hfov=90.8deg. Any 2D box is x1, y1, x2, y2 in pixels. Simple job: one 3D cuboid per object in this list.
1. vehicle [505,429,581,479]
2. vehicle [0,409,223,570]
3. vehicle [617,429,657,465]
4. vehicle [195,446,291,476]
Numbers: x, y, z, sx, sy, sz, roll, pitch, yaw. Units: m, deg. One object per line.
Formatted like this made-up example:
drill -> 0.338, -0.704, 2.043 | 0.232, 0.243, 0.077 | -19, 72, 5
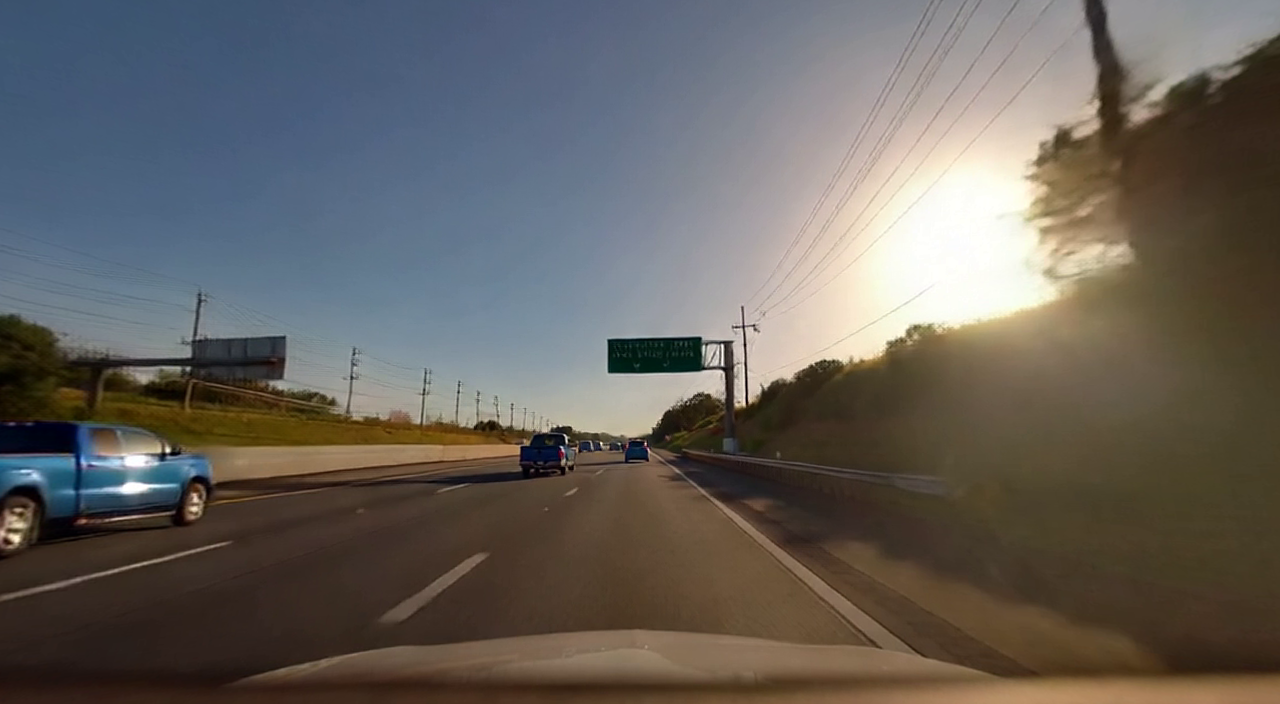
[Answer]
vehicle -> -3.747, 4.067, 25.446 | 2.204, 1.812, 5.289 | 0, -8, 0
vehicle -> -7.502, 1.562, 7.530 | 2.013, 1.609, 4.446 | 0, -8, 0
vehicle -> -0.195, 6.096, 40.561 | 2.358, 2.144, 4.713 | 0, -8, 0
vehicle -> -21.105, 5.783, 33.852 | 1.985, 1.469, 4.807 | 0, -8, 0
